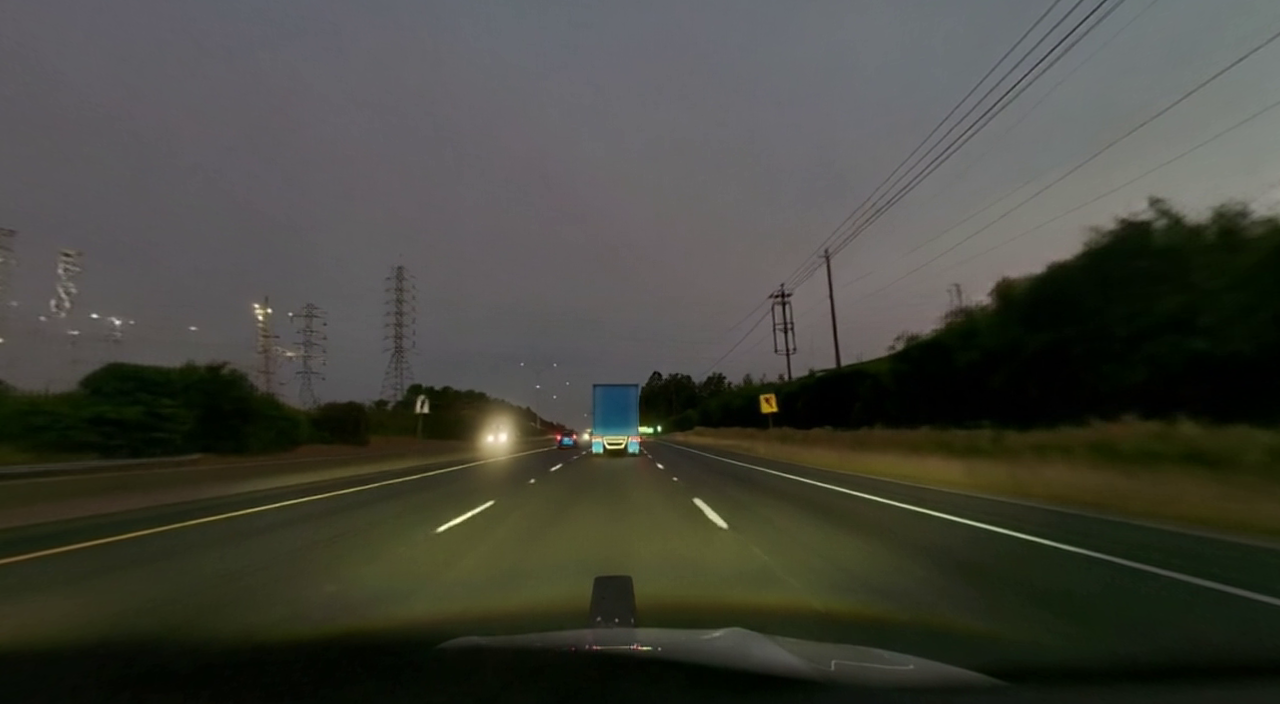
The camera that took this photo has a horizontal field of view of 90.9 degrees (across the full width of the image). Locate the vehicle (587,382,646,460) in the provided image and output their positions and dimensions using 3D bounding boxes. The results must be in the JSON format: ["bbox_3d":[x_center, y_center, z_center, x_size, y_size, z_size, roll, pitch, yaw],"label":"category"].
[{"bbox_3d":[-1.331,4.103,36.546,2.955,3.851,9.915,0,-8,-2],"label":"vehicle"}]
